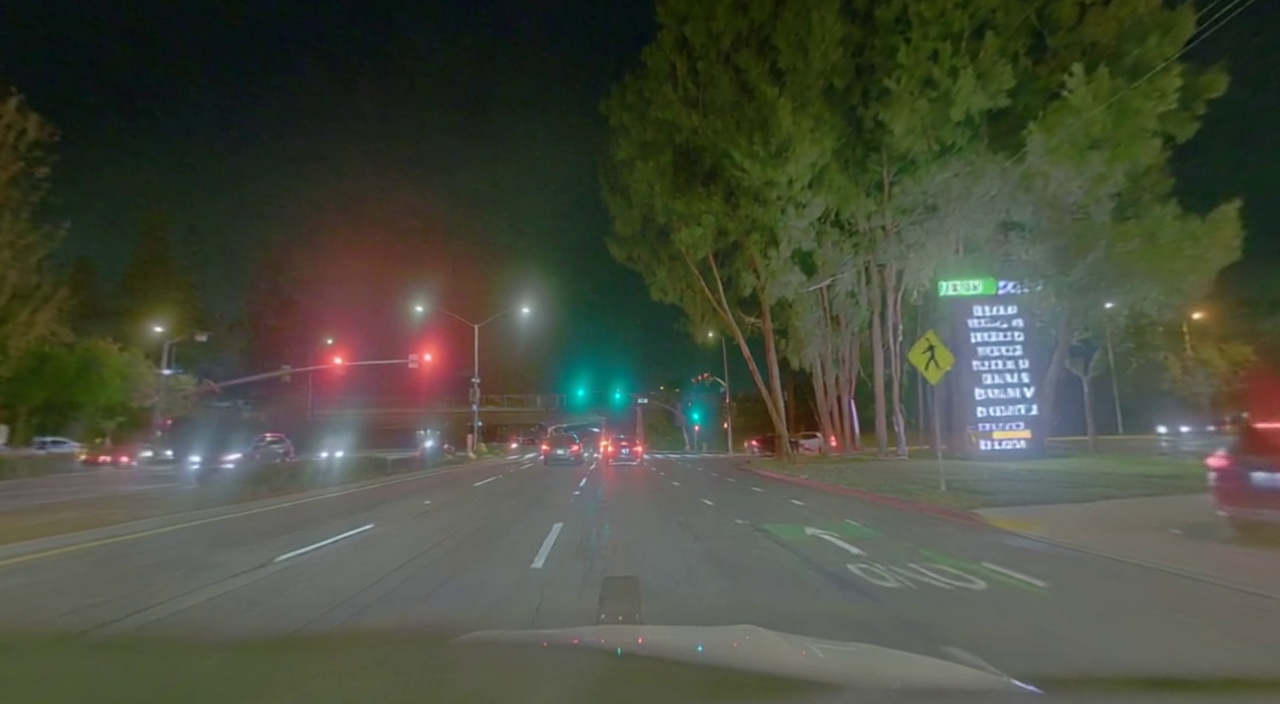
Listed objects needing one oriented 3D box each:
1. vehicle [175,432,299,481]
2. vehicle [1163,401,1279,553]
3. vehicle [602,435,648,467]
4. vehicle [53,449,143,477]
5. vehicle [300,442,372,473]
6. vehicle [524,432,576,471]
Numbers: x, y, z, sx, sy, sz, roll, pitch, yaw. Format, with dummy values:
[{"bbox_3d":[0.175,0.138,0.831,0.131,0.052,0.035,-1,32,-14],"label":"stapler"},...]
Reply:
[{"bbox_3d":[-19.595,5.105,31.169,2.655,2.126,5.813,0,-8,-5],"label":"vehicle"},{"bbox_3d":[8.787,1.335,6.881,4.487,1.539,1.947,0,-8,-3],"label":"vehicle"},{"bbox_3d":[-0.818,5.005,32.017,2.176,1.489,4.518,0,-8,-3],"label":"vehicle"},{"bbox_3d":[-38.796,7.966,45.305,4.799,1.819,1.669,-1,-8,-1],"label":"vehicle"},{"bbox_3d":[-16.286,5.650,34.127,1.968,1.557,4.650,1,-8,-5],"label":"vehicle"},{"bbox_3d":[-4.029,4.541,29.029,2.057,1.610,4.891,0,-8,-5],"label":"vehicle"}]
